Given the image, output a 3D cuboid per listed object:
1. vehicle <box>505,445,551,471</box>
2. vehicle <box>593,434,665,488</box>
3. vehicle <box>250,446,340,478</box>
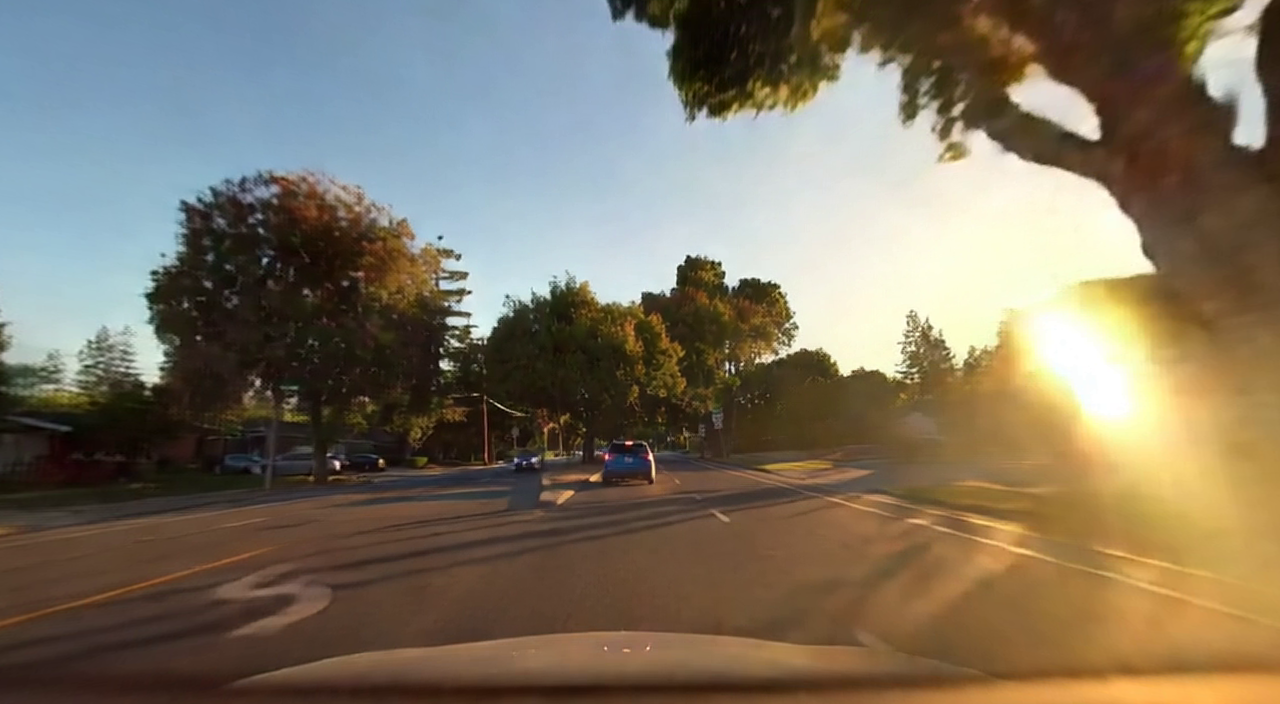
[{"bbox_3d":[-6.571,6.262,37.558,1.907,1.471,4.455,0,-8,0],"label":"vehicle"},{"bbox_3d":[-0.333,3.607,21.240,2.181,1.639,4.127,0,-8,0],"label":"vehicle"},{"bbox_3d":[-21.615,6.863,39.710,4.470,1.917,1.932,0,-8,3],"label":"vehicle"}]
